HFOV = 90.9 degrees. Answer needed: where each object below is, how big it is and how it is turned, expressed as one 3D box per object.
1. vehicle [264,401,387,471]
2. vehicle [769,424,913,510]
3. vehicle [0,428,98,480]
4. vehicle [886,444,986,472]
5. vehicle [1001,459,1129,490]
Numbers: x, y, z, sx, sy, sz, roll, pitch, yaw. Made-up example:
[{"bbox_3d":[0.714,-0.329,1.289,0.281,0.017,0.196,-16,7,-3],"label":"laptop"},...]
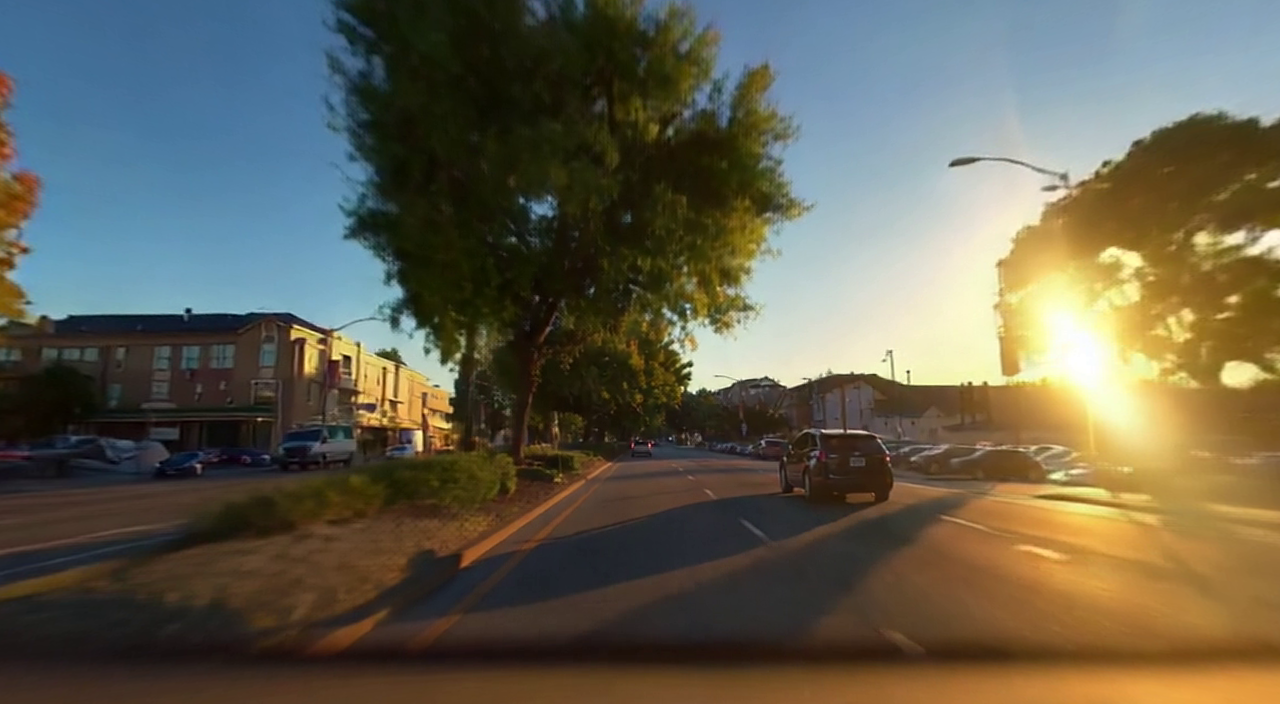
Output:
[{"bbox_3d":[-18.760,5.156,38.475,3.086,3.767,8.298,0,-8,0],"label":"vehicle"},{"bbox_3d":[4.351,2.545,14.362,2.072,1.669,3.836,0,-8,1],"label":"vehicle"},{"bbox_3d":[-26.231,4.292,26.262,5.253,1.972,2.217,-3,-9,1],"label":"vehicle"},{"bbox_3d":[17.295,6.180,37.056,1.924,1.561,4.849,8,-11,-42],"label":"vehicle"},{"bbox_3d":[20.261,5.831,30.200,4.671,1.349,1.976,0,-8,-1],"label":"vehicle"}]
